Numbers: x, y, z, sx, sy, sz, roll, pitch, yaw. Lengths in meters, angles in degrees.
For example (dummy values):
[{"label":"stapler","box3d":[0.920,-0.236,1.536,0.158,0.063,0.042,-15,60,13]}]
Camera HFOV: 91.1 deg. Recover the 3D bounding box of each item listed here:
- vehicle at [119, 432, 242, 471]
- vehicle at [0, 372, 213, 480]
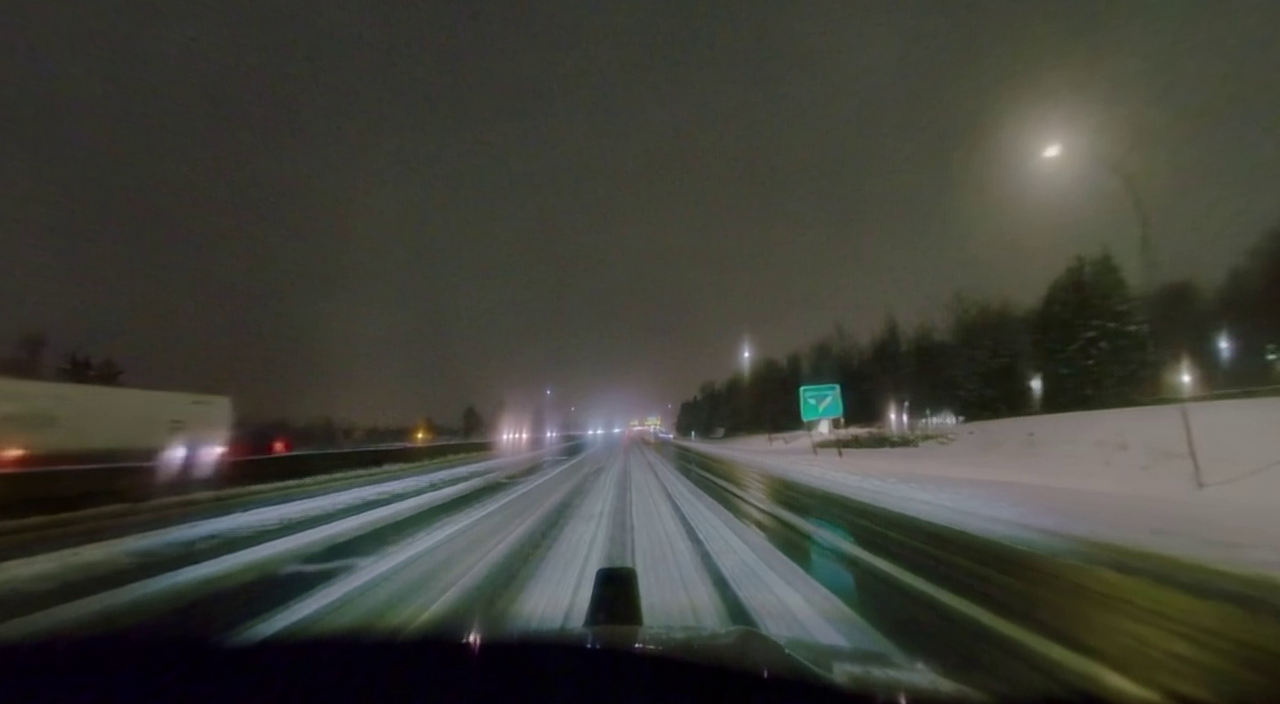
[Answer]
[{"label":"vehicle","box3d":[-19.610,4.230,27.111,2.006,1.532,4.335,0,-8,0]},{"label":"vehicle","box3d":[-24.178,3.288,27.163,2.823,3.783,12.551,0,-8,-1]}]
